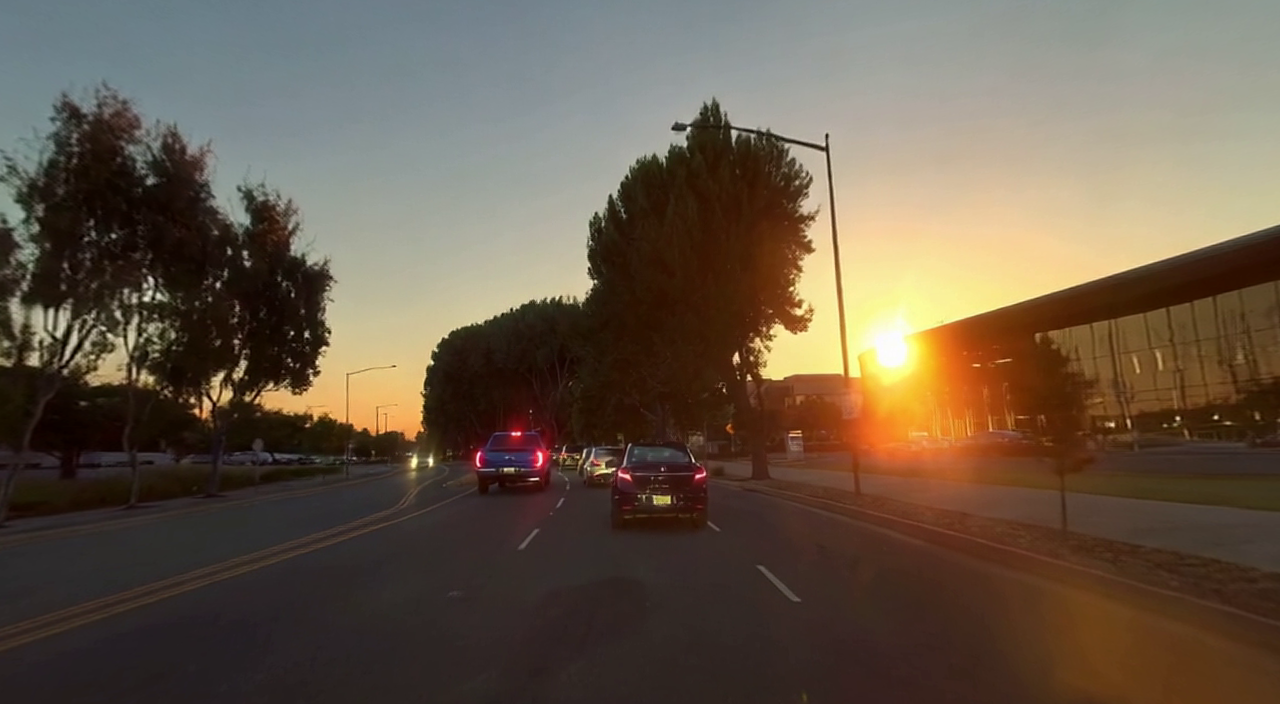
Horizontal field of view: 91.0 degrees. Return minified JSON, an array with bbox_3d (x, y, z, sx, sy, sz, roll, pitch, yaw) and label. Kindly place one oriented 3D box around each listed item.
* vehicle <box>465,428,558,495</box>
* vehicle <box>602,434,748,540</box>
[{"bbox_3d":[-4.222,3.720,21.765,2.512,1.992,5.725,1,-9,-6],"label":"vehicle"},{"bbox_3d":[0.397,2.301,11.399,2.142,1.528,4.133,0,-9,-4],"label":"vehicle"}]
